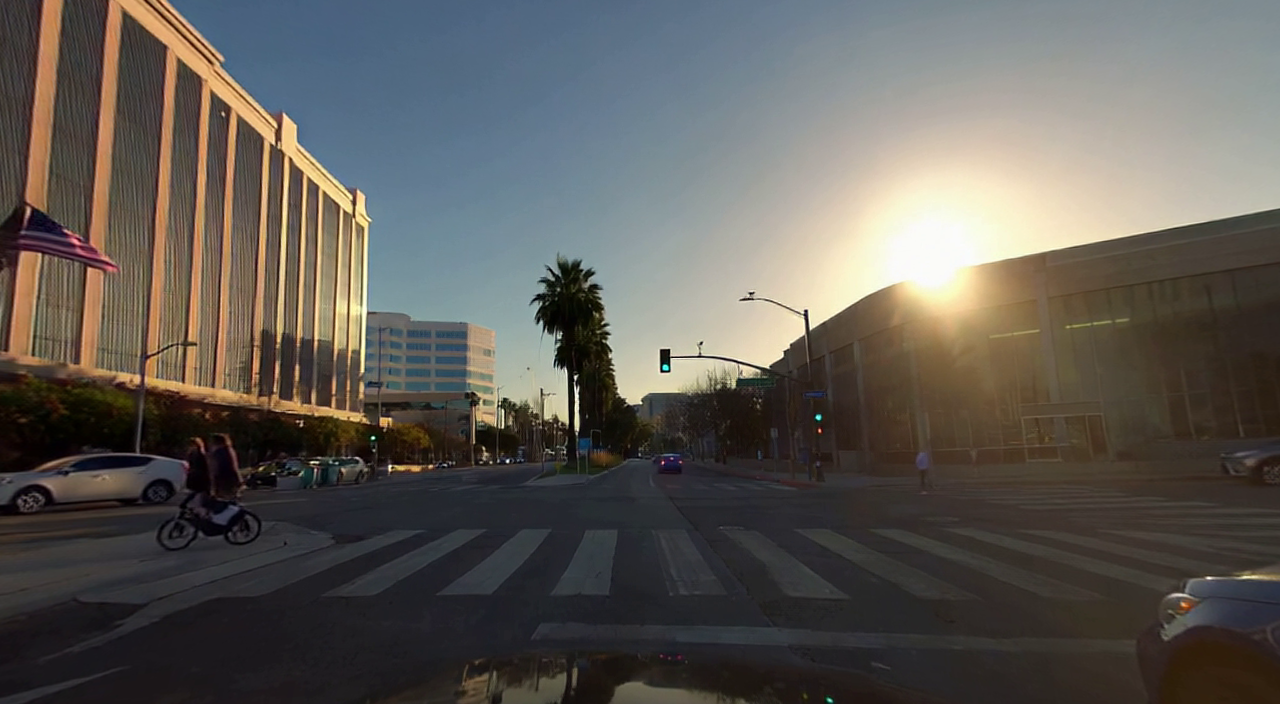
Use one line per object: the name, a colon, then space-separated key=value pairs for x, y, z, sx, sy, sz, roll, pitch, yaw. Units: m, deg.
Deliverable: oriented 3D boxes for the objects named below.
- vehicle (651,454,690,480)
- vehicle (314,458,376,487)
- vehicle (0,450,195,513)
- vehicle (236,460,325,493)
vehicle: x=1.956 y=7.515 z=41.590 sx=2.000 sy=1.525 sz=4.273 roll=0 pitch=-8 yaw=-5
vehicle: x=-20.113 y=8.227 z=43.351 sx=2.043 sy=1.745 sz=4.420 roll=0 pitch=-9 yaw=1
vehicle: x=-15.744 y=3.658 z=18.231 sx=4.499 sy=1.594 sz=1.898 roll=5 pitch=-10 yaw=-31
vehicle: x=-19.934 y=6.907 z=35.326 sx=2.069 sy=1.540 sz=4.774 roll=0 pitch=-8 yaw=1
